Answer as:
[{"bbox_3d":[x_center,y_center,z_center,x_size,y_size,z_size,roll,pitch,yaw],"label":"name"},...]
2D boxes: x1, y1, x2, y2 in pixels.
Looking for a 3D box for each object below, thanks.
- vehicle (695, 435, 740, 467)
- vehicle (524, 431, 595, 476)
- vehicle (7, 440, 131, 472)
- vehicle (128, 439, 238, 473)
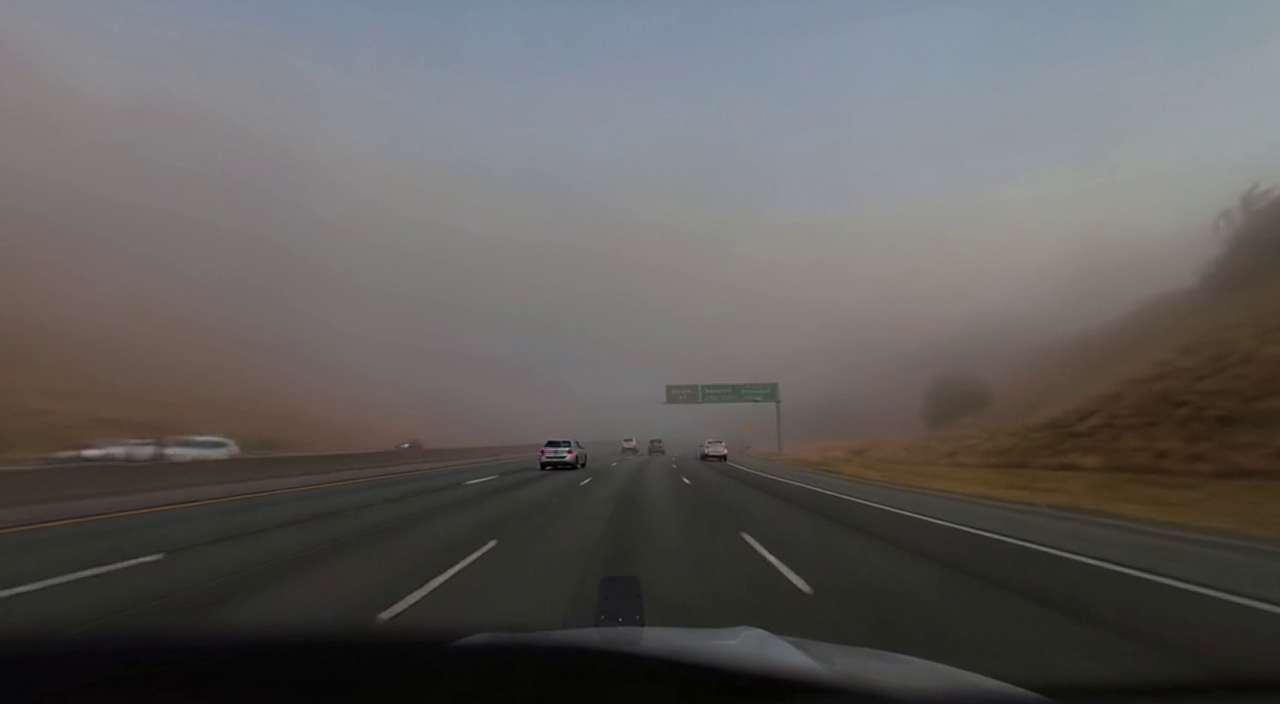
[{"bbox_3d":[4.615,5.951,38.138,2.164,1.788,4.500,0,-8,0],"label":"vehicle"},{"bbox_3d":[-3.237,4.196,26.387,2.166,1.700,4.661,0,-8,2],"label":"vehicle"},{"bbox_3d":[-28.773,5.249,32.065,1.910,1.476,4.599,0,-8,2],"label":"vehicle"},{"bbox_3d":[-21.231,4.841,29.611,1.822,1.480,4.290,0,-8,2],"label":"vehicle"}]
